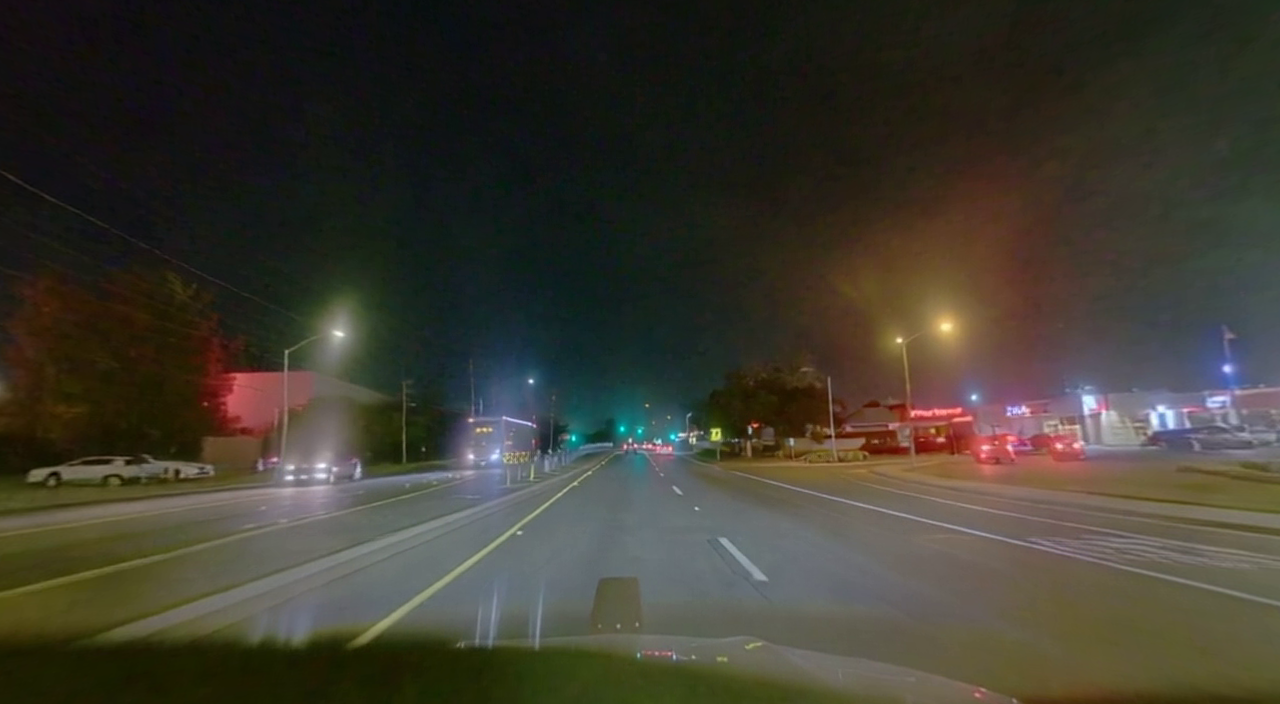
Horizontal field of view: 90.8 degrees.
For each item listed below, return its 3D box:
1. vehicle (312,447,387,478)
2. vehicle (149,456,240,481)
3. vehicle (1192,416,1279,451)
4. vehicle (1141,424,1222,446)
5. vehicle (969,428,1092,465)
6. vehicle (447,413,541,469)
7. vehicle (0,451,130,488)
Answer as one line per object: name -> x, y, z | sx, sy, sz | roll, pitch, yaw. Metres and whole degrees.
vehicle -> -17.107, 6.502, 37.505 | 2.091, 1.656, 4.626 | -1, -8, 3
vehicle -> -27.807, 7.252, 39.509 | 4.176, 1.440, 1.931 | 0, -8, 1
vehicle -> 32.995, 4.402, 33.872 | 2.083, 1.716, 5.134 | 0, -8, 0
vehicle -> 41.360, 6.420, 48.389 | 2.066, 1.575, 4.483 | 0, -8, -2
vehicle -> 17.681, 4.336, 28.774 | 4.264, 1.428, 1.822 | -3, -10, 5
vehicle -> -9.210, 5.944, 41.853 | 3.241, 3.133, 12.822 | 0, -8, 0
vehicle -> -28.583, 5.754, 31.106 | 4.886, 1.698, 2.224 | 0, -8, -3
